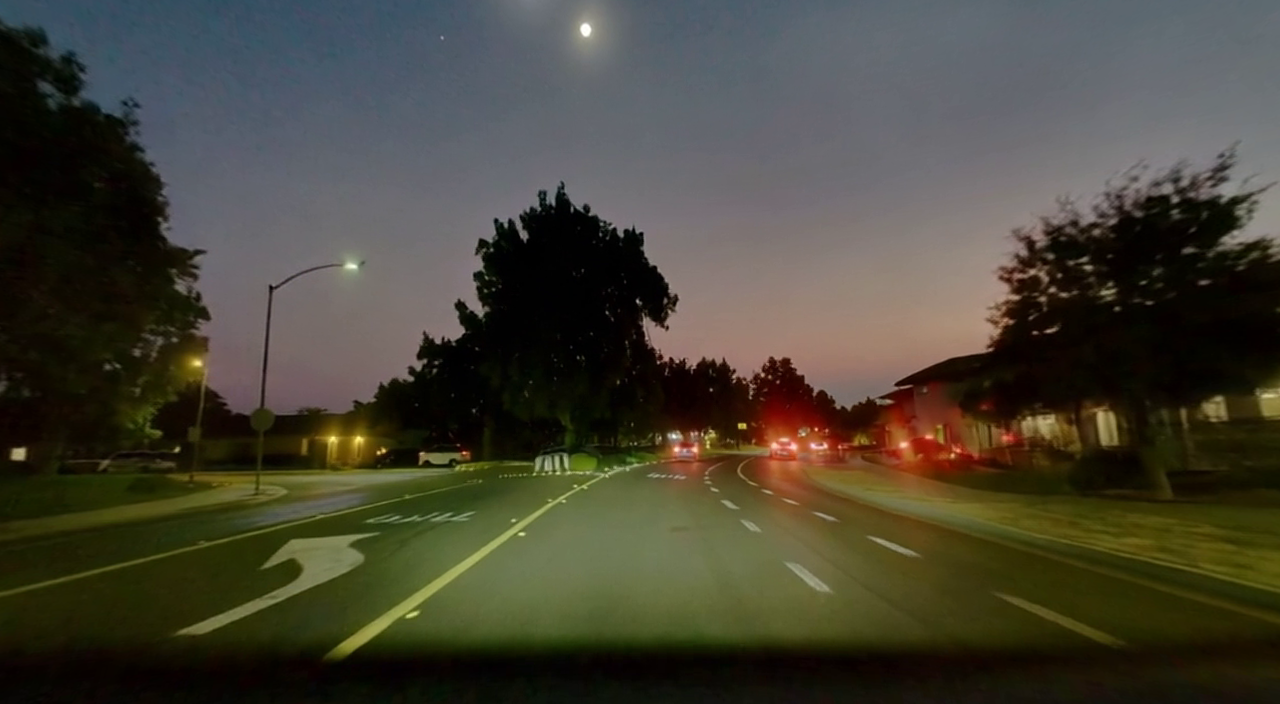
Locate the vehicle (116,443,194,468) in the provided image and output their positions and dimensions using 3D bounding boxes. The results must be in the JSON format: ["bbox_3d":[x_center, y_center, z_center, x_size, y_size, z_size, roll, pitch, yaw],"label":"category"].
[{"bbox_3d":[-34.899,7.435,45.494,4.230,1.733,1.877,-1,-8,7],"label":"vehicle"}]

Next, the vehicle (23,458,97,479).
[{"bbox_3d":[-43.037,8.631,46.878,3.981,1.446,1.765,-1,-9,7],"label":"vehicle"}]

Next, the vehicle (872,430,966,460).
[{"bbox_3d":[18.224,6.112,41.429,5.035,1.772,2.115,-1,-10,-1],"label":"vehicle"}]
